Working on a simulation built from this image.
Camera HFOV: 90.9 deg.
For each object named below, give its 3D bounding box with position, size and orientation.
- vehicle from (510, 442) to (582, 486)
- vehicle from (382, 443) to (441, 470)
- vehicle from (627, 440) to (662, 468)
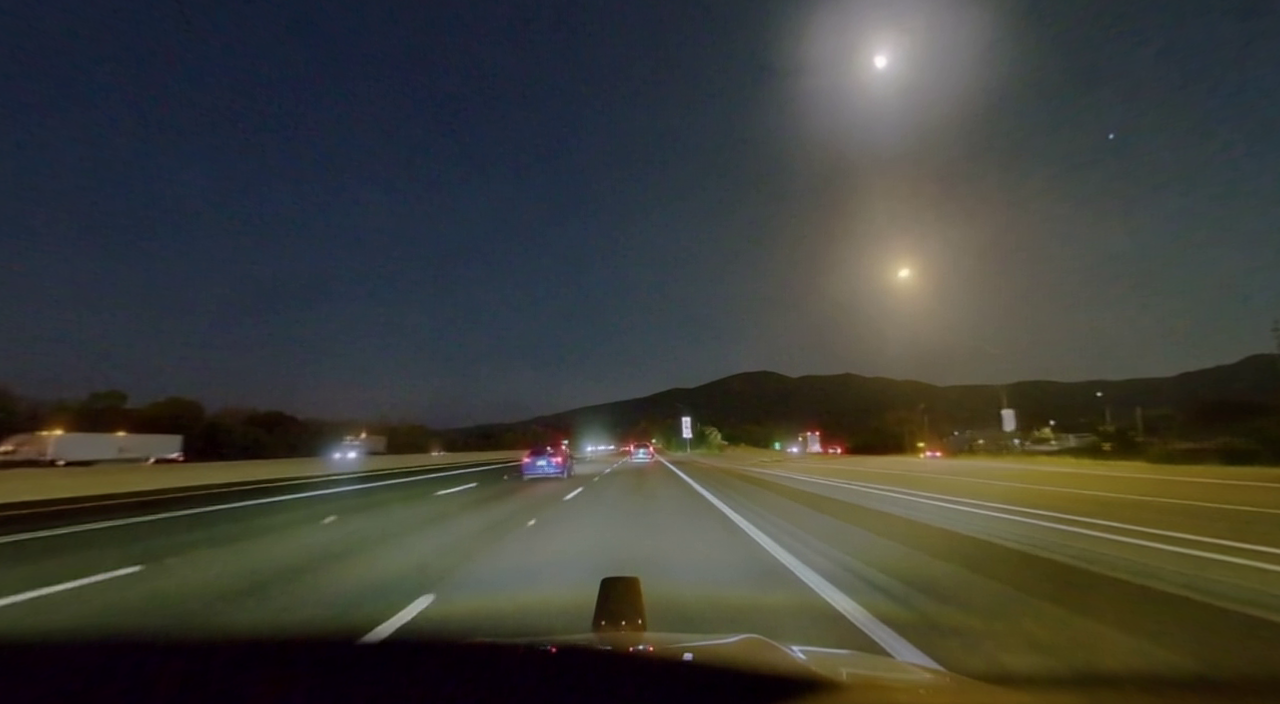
[{"bbox_3d":[-3.457,4.215,24.127,1.967,1.517,4.808,0,-9,1],"label":"vehicle"},{"bbox_3d":[-14.332,6.588,39.883,2.047,1.608,4.257,0,-8,1],"label":"vehicle"},{"bbox_3d":[0.294,6.760,42.104,2.194,1.737,4.127,0,-8,0],"label":"vehicle"}]
